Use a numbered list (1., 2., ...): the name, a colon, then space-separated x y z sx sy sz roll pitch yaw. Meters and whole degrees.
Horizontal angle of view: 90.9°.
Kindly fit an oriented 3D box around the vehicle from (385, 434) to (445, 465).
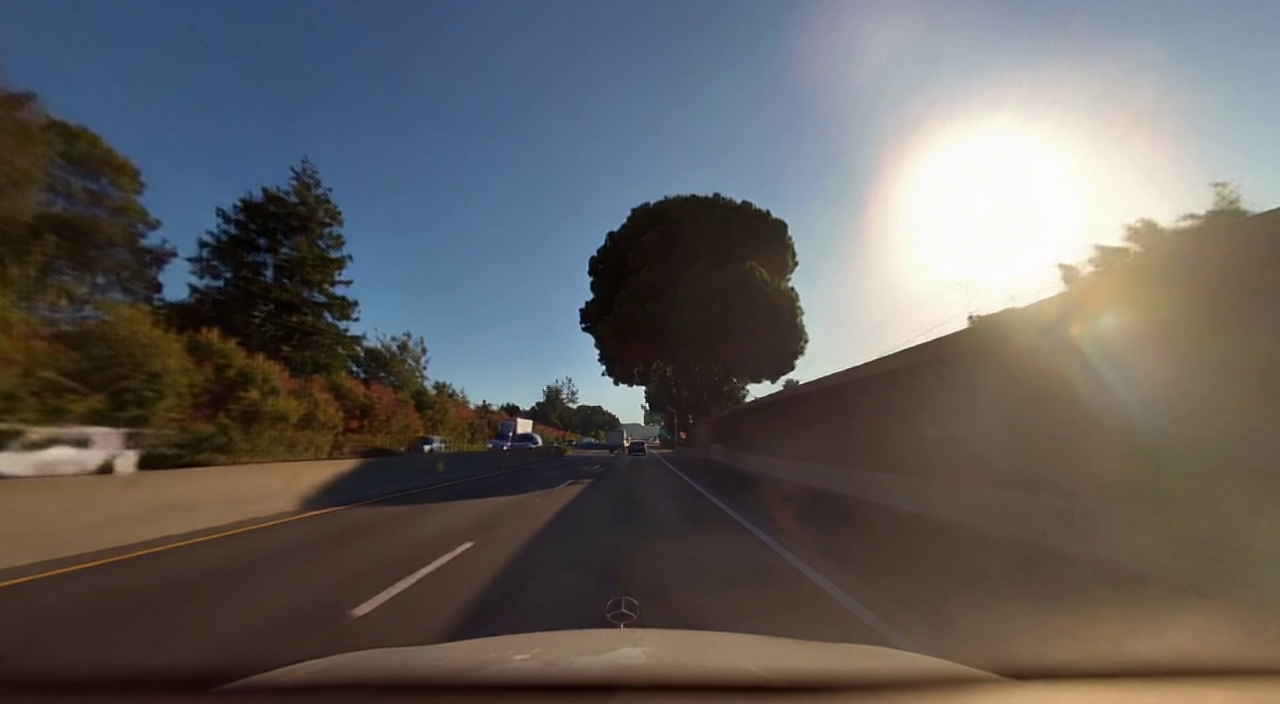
1. vehicle: -15.092 6.572 42.502 2.067 1.948 5.164 0 -8 1

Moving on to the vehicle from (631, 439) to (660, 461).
1. vehicle: 0.370 7.098 45.817 2.030 1.523 4.114 0 -8 0

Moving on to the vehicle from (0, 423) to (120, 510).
1. vehicle: -14.786 2.539 14.056 2.040 1.854 4.987 0 -8 0
